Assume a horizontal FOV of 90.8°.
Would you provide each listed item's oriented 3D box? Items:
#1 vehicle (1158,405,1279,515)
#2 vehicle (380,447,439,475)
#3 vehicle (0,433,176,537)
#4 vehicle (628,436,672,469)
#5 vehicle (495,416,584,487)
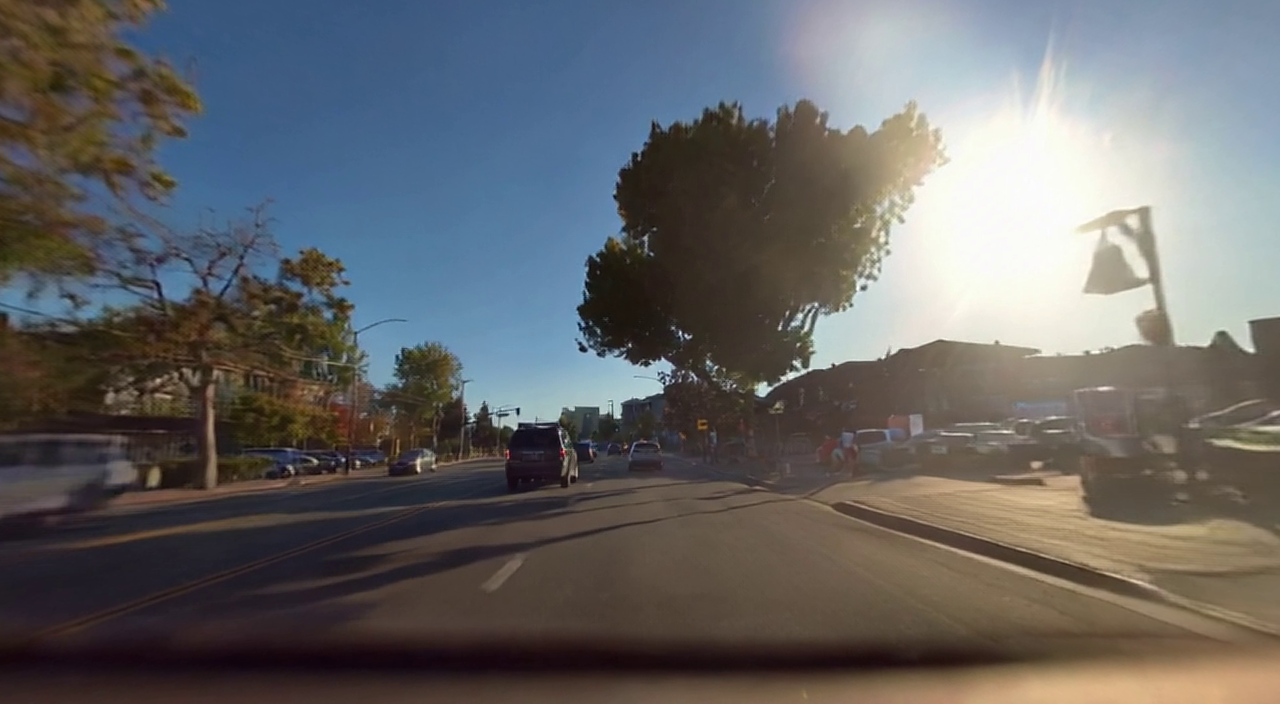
[{"bbox_3d":[10.034,1.438,8.387,2.194,1.521,4.686,0,-8,-3],"label":"vehicle"},{"bbox_3d":[-13.792,6.498,38.113,2.055,1.546,5.019,1,-8,-4],"label":"vehicle"},{"bbox_3d":[-12.712,2.683,13.275,2.159,1.860,5.004,0,-8,-1],"label":"vehicle"},{"bbox_3d":[0.437,5.290,33.391,2.126,1.657,4.132,0,-8,-2],"label":"vehicle"},{"bbox_3d":[-3.228,3.353,21.485,2.213,2.123,5.124,0,-8,-1],"label":"vehicle"}]
